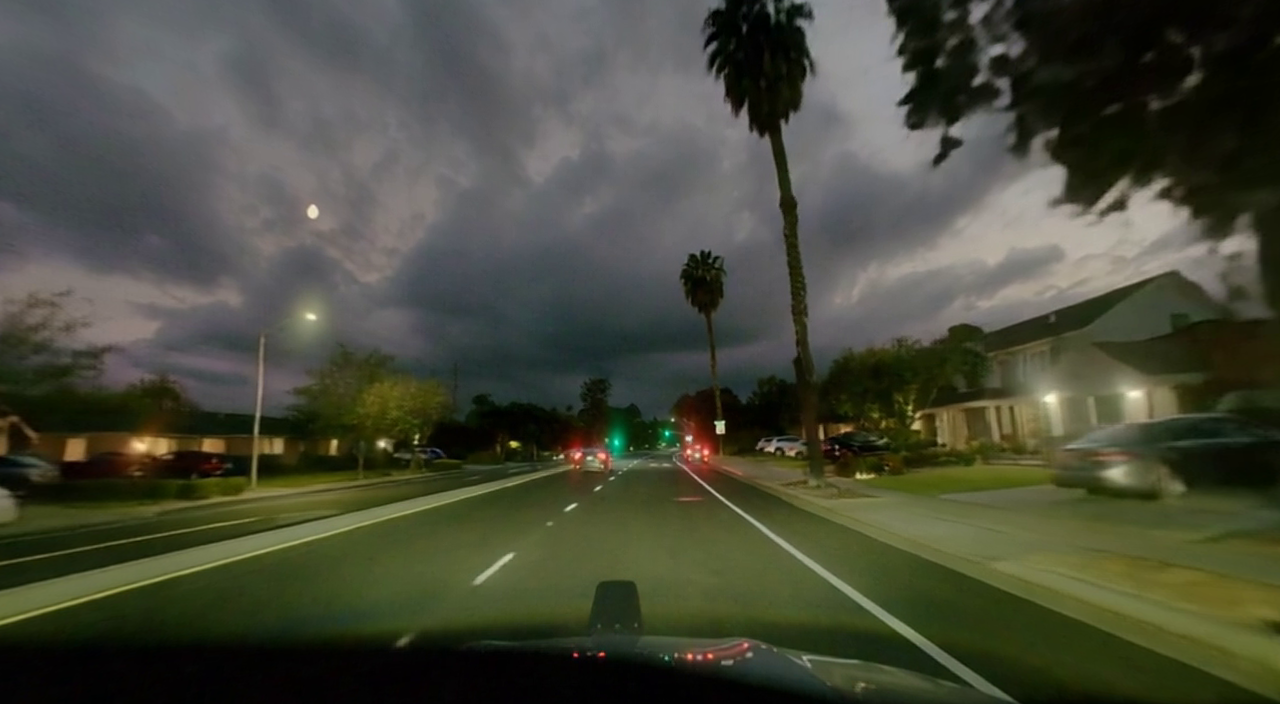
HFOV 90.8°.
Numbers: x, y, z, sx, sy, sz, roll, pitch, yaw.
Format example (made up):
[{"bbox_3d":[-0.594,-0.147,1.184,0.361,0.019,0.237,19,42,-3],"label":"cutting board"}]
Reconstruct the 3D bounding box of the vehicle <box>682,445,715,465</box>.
[{"bbox_3d":[4.574,8.132,49.955,2.025,1.456,4.865,1,-8,-2],"label":"vehicle"}]

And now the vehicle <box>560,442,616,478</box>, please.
[{"bbox_3d":[-2.268,4.843,28.600,2.035,1.474,4.284,0,-8,2],"label":"vehicle"}]

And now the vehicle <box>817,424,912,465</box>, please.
[{"bbox_3d":[11.653,4.783,32.732,4.531,1.864,2.037,3,-10,-30],"label":"vehicle"}]

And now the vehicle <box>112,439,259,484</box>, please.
[{"bbox_3d":[-20.825,5.035,29.163,4.942,1.932,2.247,1,-8,-3],"label":"vehicle"}]

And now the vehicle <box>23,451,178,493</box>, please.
[{"bbox_3d":[-21.065,4.683,24.788,4.373,1.491,2.060,-1,-8,6],"label":"vehicle"}]

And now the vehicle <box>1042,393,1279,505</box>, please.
[{"bbox_3d":[10.660,1.773,11.955,4.549,1.672,2.008,-5,-10,1],"label":"vehicle"}]
